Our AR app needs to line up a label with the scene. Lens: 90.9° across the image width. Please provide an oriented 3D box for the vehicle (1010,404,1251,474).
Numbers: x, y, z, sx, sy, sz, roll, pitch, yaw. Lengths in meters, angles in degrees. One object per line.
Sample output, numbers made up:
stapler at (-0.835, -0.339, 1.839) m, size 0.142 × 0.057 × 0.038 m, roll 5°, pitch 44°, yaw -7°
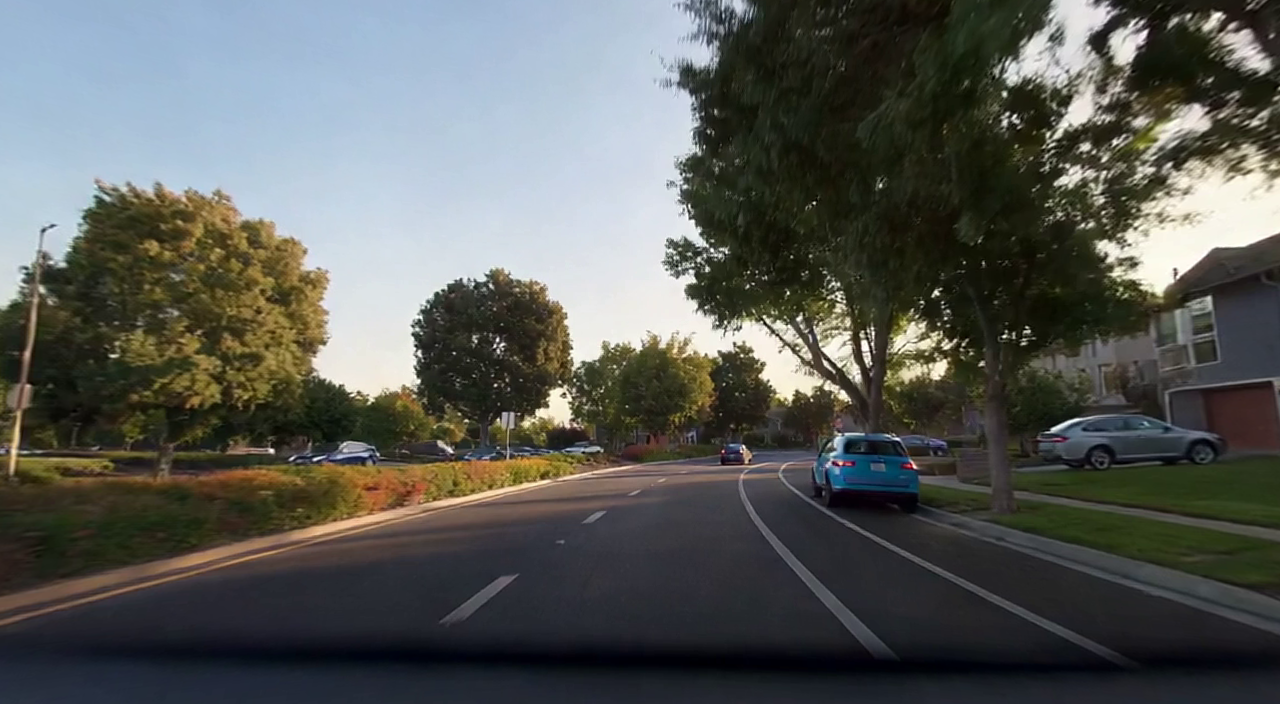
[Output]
vehicle at (12.904, 2.345, 16.873) m, size 4.612 × 1.721 × 2.052 m, roll 0°, pitch -8°, yaw 2°

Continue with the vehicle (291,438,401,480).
vehicle at (-14.057, 5.148, 30.568) m, size 2.281 × 1.822 × 5.025 m, roll -2°, pitch -9°, yaw 10°

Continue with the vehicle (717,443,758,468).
vehicle at (6.098, 6.433, 39.217) m, size 2.050 × 1.456 × 4.003 m, roll -2°, pitch -9°, yaw 15°

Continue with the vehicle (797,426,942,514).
vehicle at (5.072, 2.648, 14.628) m, size 2.169 × 1.713 × 4.137 m, roll -1°, pitch -9°, yaw 6°

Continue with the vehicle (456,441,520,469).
vehicle at (-8.854, 6.045, 37.092) m, size 1.907 × 1.539 × 4.430 m, roll -2°, pitch -9°, yaw 11°

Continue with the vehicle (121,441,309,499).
vehicle at (-12.035, 3.343, 18.323) m, size 1.774 × 1.447 × 4.575 m, roll -2°, pitch -9°, yaw 9°
